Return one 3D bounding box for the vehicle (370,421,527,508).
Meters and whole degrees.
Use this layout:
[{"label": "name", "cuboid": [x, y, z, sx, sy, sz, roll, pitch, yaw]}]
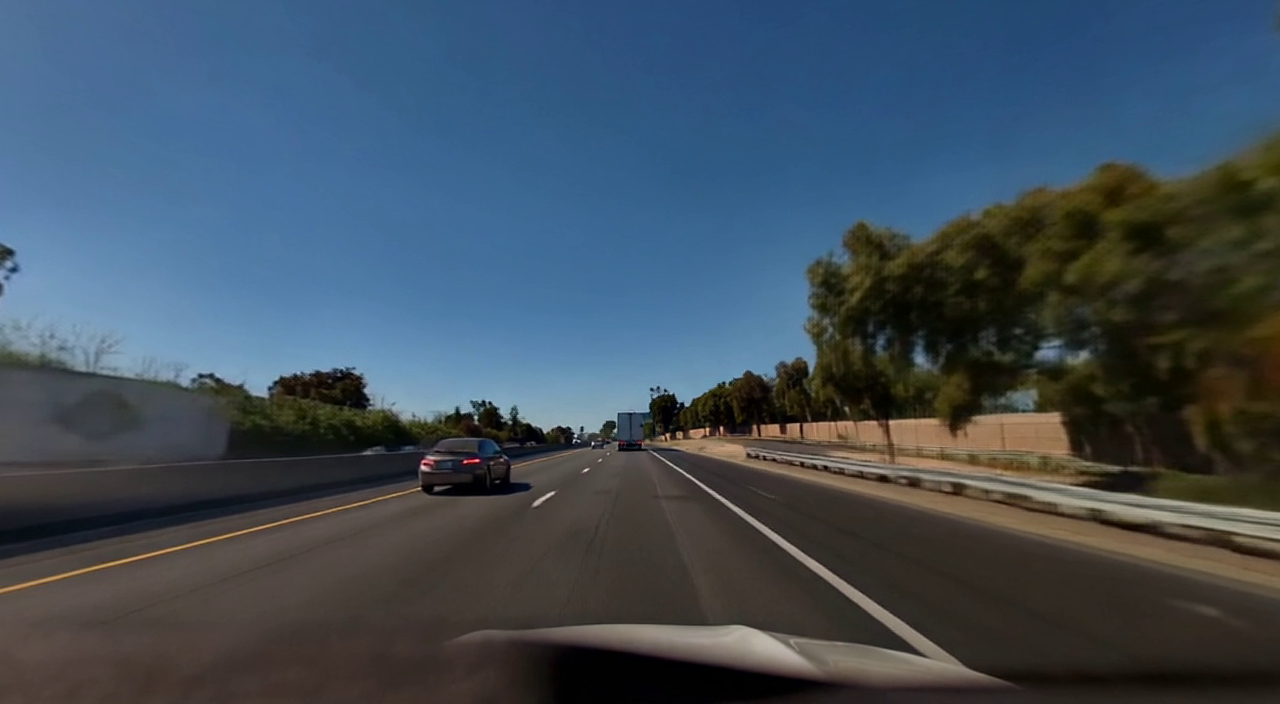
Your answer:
[{"label": "vehicle", "cuboid": [-4.099, 2.475, 14.480, 2.123, 1.655, 4.688, 0, -8, 0]}]
